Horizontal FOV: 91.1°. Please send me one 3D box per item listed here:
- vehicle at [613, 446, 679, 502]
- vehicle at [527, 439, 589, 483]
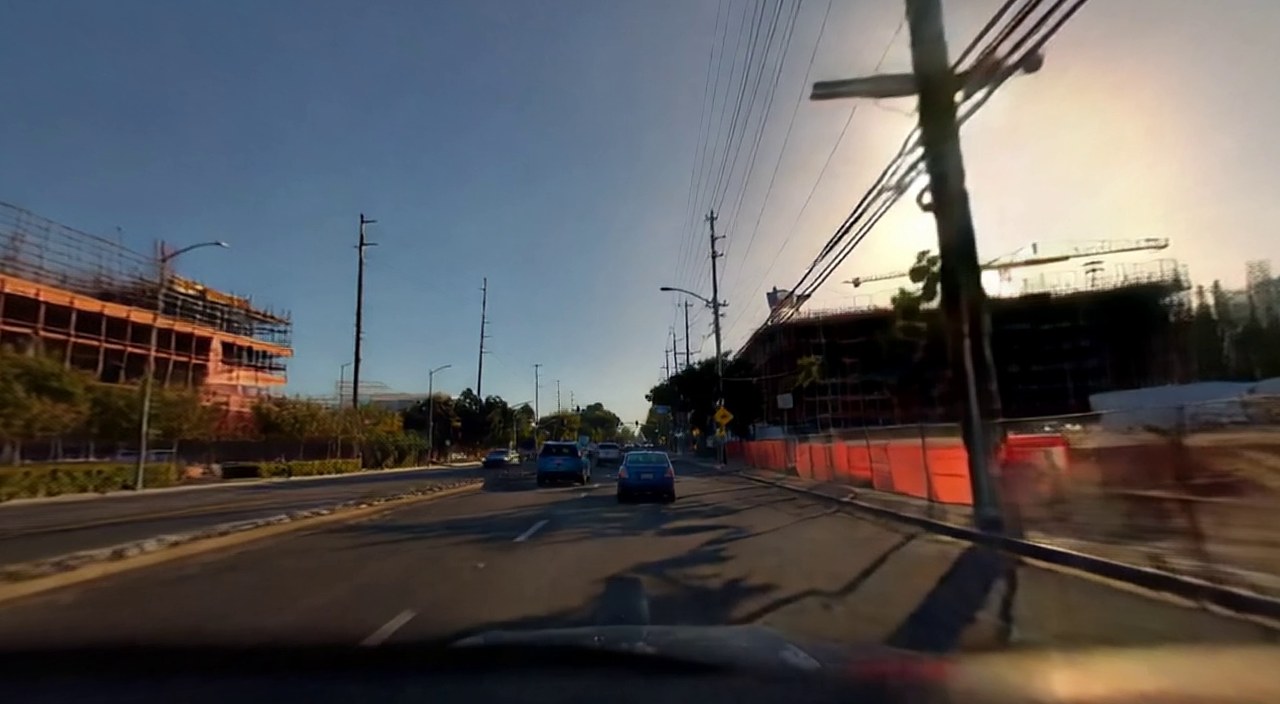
[{"bbox_3d":[0.181,4.106,21.565,2.059,1.691,3.980,0,-8,0],"label":"vehicle"},{"bbox_3d":[-3.558,4.841,28.180,2.078,1.804,4.387,-1,-8,2],"label":"vehicle"}]
